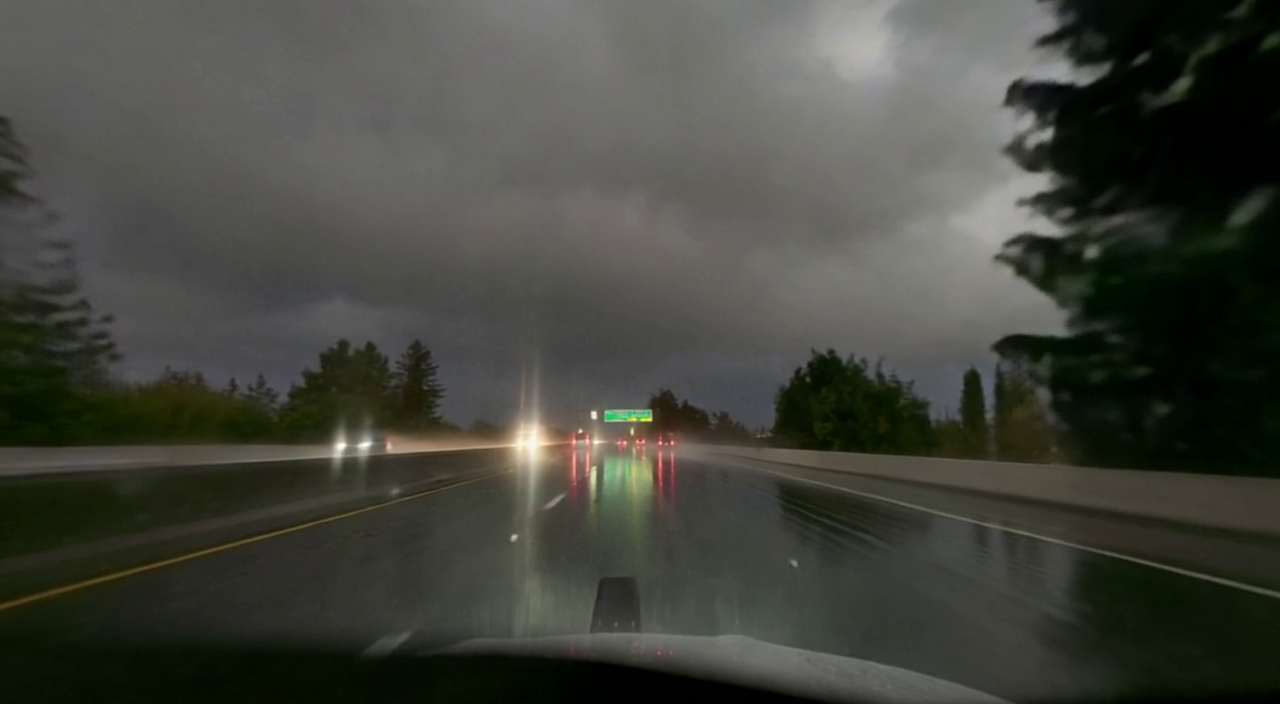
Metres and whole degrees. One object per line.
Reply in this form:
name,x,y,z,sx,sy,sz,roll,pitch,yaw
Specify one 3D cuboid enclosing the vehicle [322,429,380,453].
vehicle,-20.164,6.240,44.133,1.930,1.583,4.681,0,-8,-1
